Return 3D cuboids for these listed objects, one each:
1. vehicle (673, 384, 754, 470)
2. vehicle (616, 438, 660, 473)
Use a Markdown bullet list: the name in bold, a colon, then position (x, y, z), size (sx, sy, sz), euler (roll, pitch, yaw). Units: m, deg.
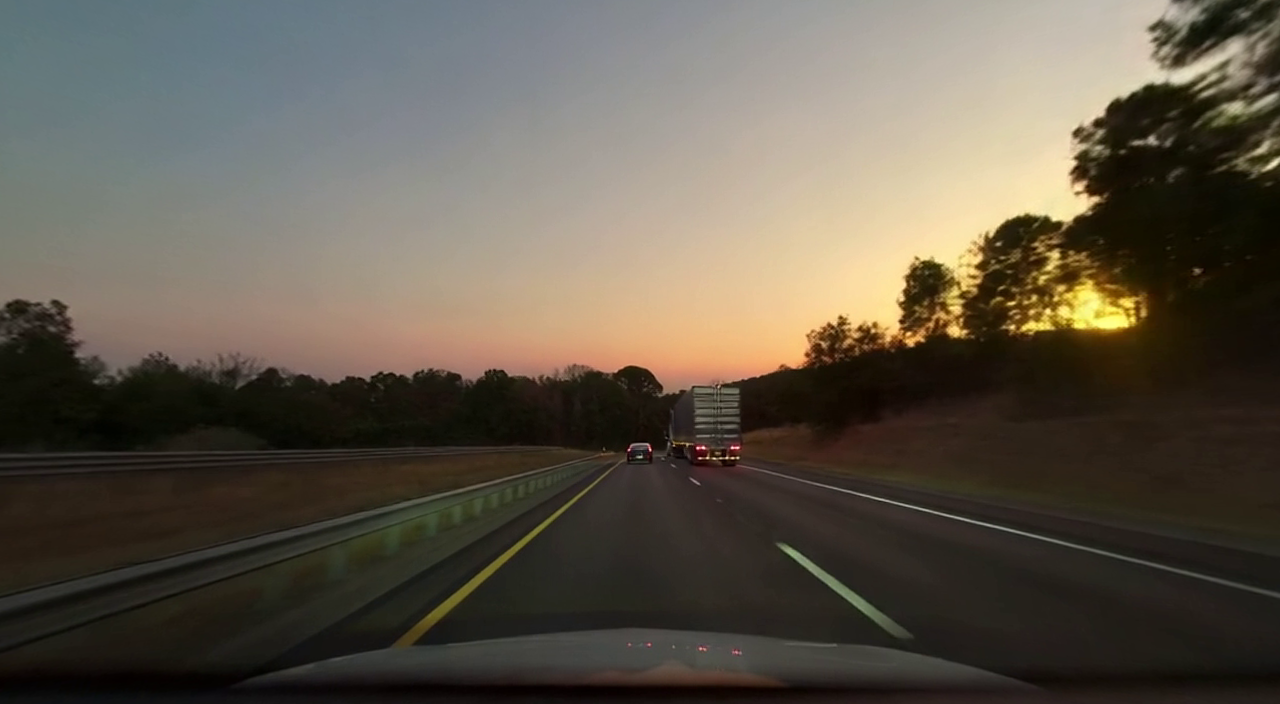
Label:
- **vehicle**: position (3.948, 4.793, 38.513), size (2.929, 4.158, 15.921), euler (0, -8, 0)
- **vehicle**: position (-0.100, 4.973, 30.533), size (1.968, 1.515, 4.025), euler (0, -8, -1)
